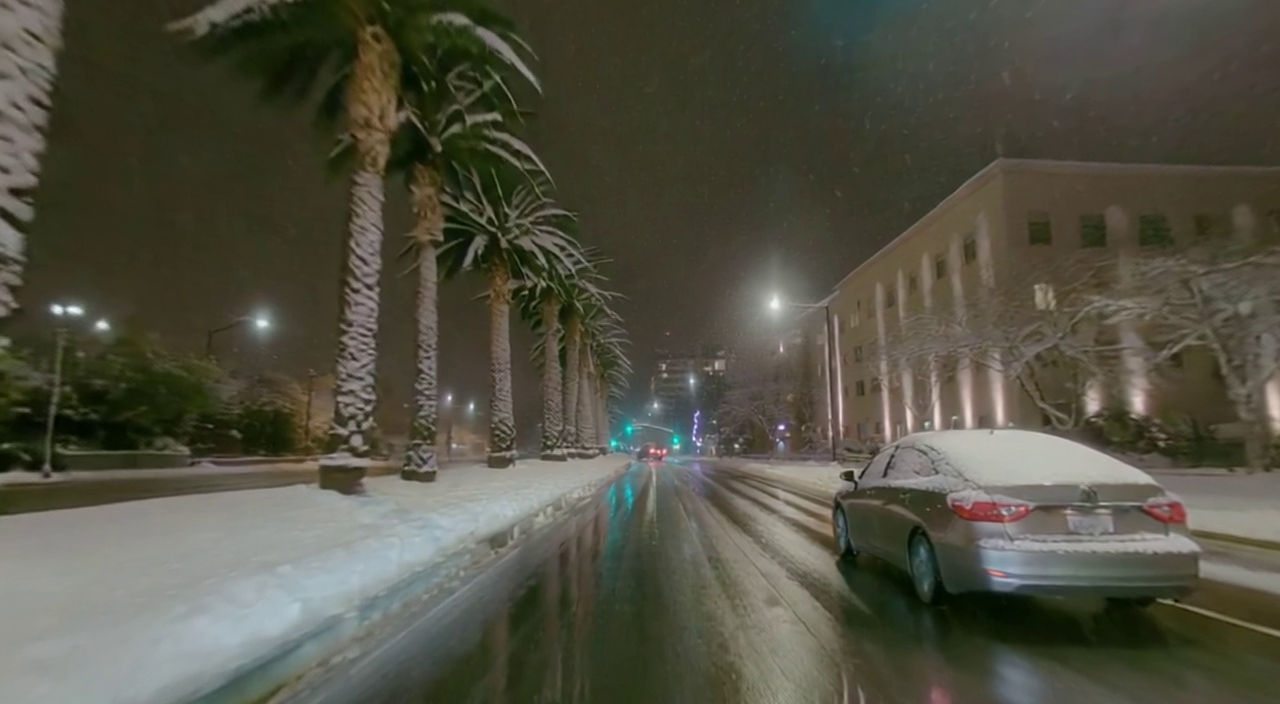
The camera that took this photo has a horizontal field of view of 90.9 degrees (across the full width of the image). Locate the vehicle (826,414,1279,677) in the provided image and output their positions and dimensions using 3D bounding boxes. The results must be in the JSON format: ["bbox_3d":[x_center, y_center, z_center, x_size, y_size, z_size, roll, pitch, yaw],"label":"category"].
[{"bbox_3d":[3.368,1.490,5.993,1.867,1.554,4.301,0,-9,0],"label":"vehicle"}]
